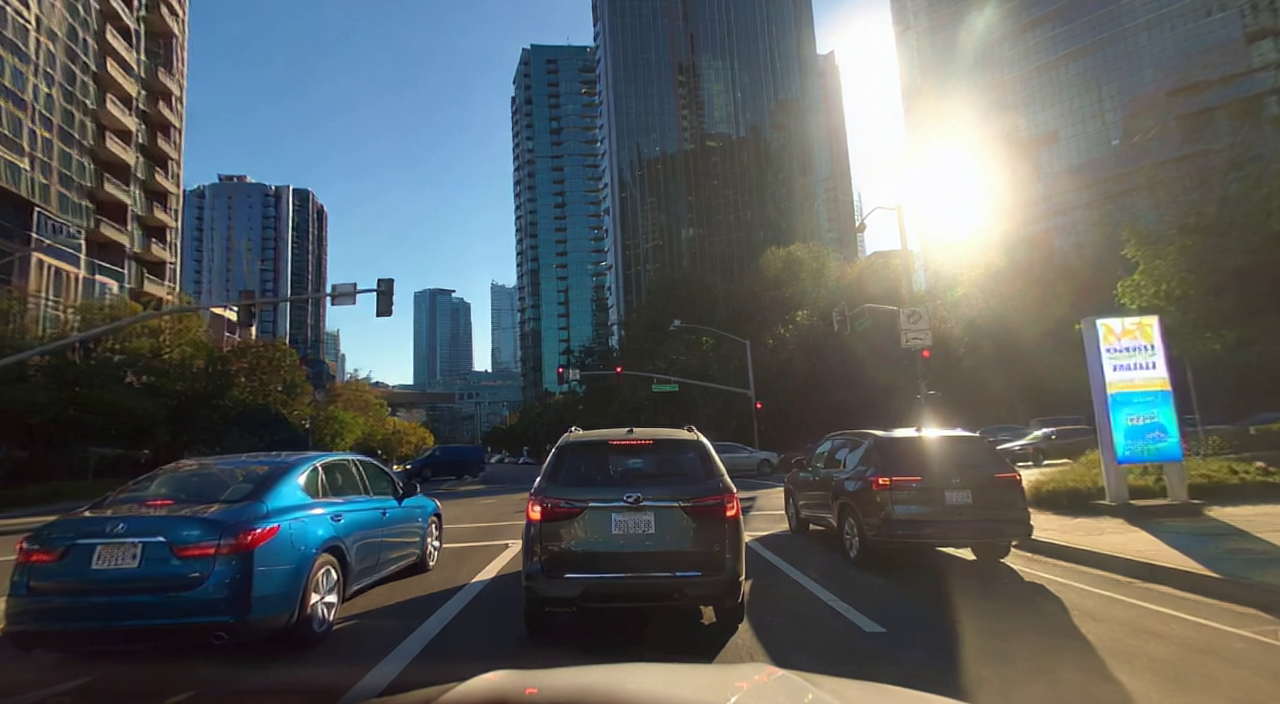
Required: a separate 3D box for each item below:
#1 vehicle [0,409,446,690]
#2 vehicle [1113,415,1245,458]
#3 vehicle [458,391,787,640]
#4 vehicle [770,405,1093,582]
[{"bbox_3d":[-3.549,1.424,5.829,1.906,1.524,4.547,0,-8,2],"label":"vehicle"},{"bbox_3d":[26.364,4.154,30.932,4.583,2.019,2.147,1,-9,-6],"label":"vehicle"},{"bbox_3d":[-0.133,1.413,6.441,2.195,1.662,4.262,0,-8,0],"label":"vehicle"},{"bbox_3d":[3.211,1.665,8.254,2.004,1.646,4.554,0,-8,-1],"label":"vehicle"}]
